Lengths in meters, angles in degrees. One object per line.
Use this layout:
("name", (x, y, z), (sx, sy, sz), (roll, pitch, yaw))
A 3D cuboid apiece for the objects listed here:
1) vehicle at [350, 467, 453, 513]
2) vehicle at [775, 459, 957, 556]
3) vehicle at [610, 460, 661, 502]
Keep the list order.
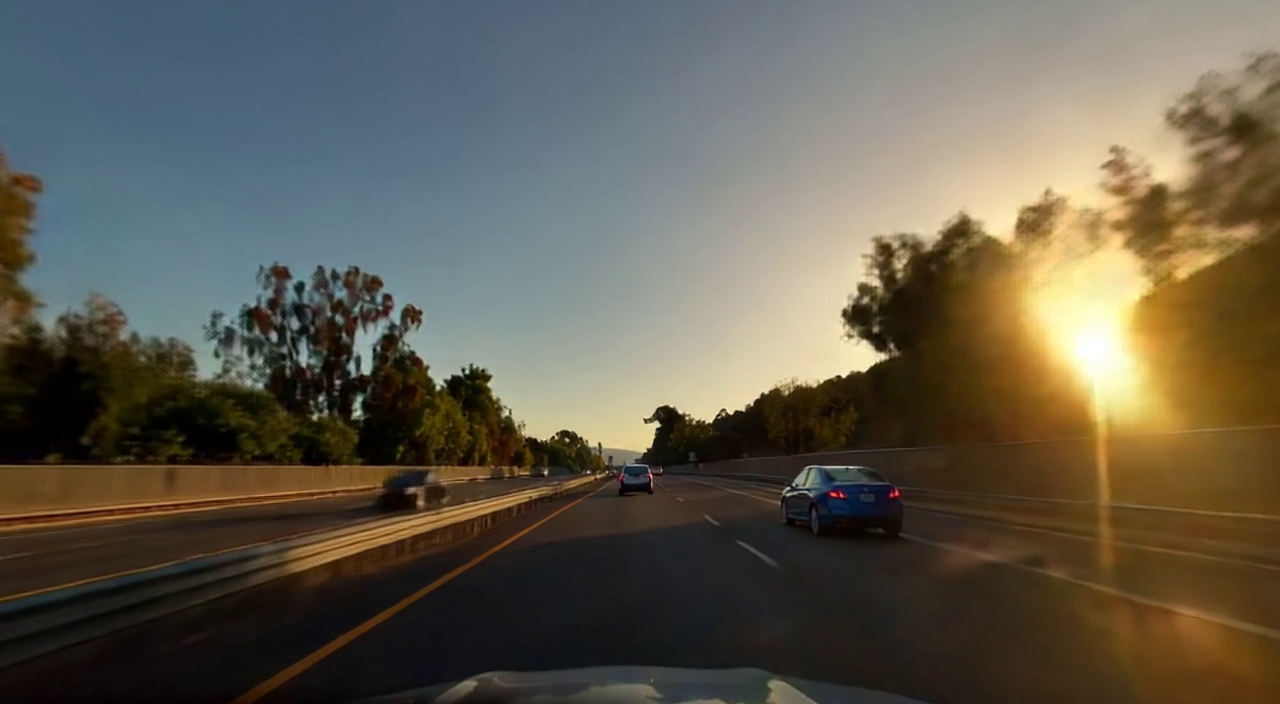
("vehicle", (-8.476, 4.945, 22.894), (2.006, 1.468, 4.450), (1, -11, 0))
("vehicle", (4.037, 2.863, 12.112), (1.938, 1.494, 4.032), (1, -11, -1))
("vehicle", (-0.196, 5.532, 27.188), (2.037, 1.605, 3.833), (1, -11, 0))
